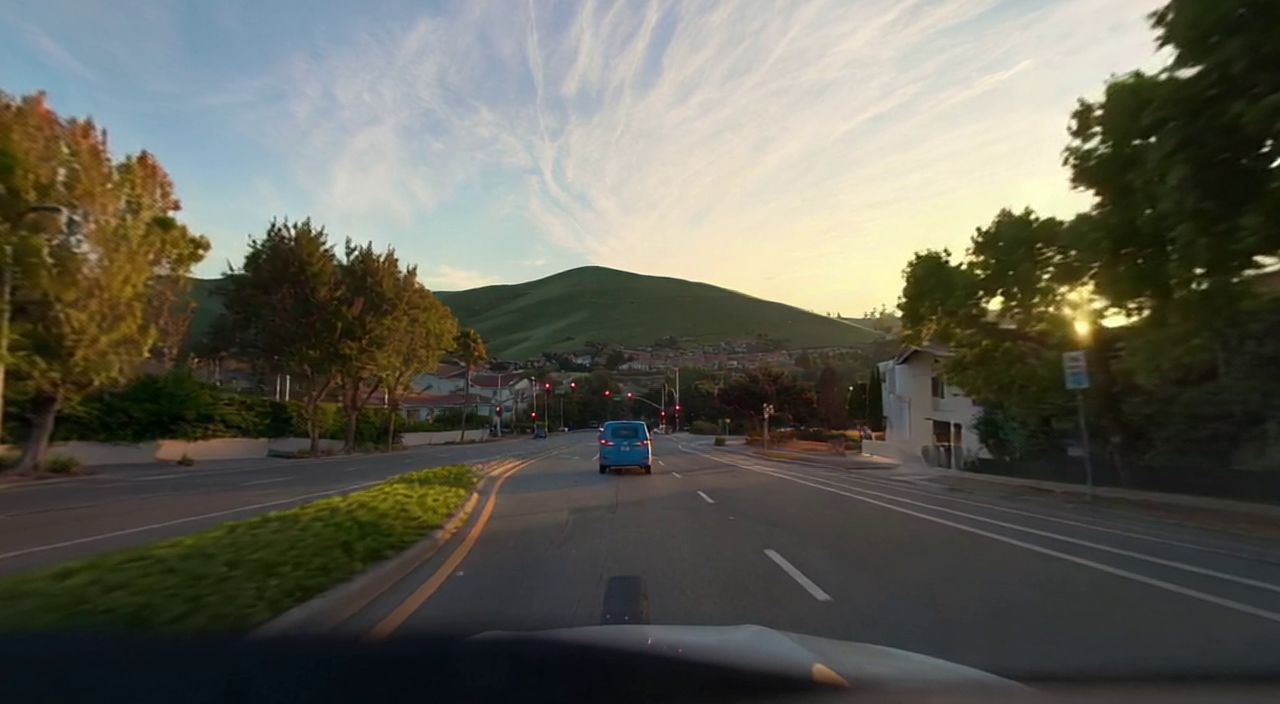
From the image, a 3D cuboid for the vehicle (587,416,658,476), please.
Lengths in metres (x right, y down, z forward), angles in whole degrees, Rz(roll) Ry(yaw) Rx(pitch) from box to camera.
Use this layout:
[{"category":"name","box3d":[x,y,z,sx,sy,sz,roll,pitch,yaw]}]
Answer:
[{"category":"vehicle","box3d":[-0.599,3.208,21.508,2.185,1.822,4.391,0,-8,-2]}]
